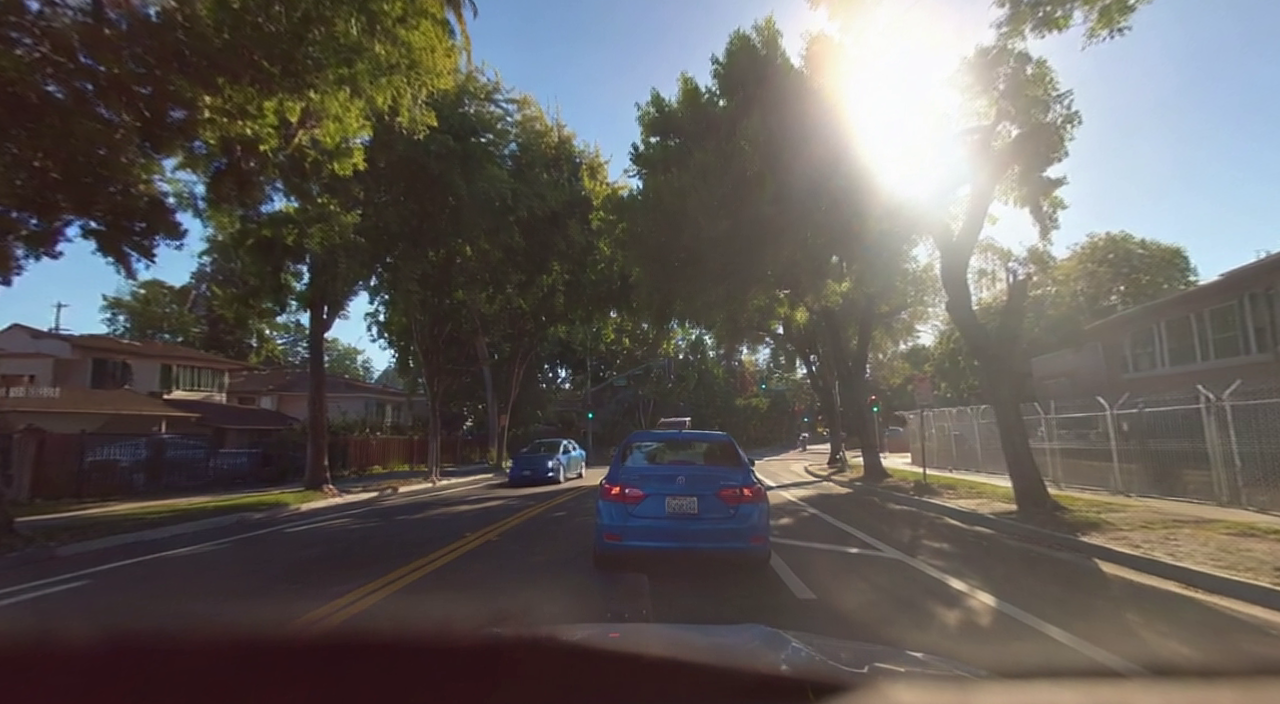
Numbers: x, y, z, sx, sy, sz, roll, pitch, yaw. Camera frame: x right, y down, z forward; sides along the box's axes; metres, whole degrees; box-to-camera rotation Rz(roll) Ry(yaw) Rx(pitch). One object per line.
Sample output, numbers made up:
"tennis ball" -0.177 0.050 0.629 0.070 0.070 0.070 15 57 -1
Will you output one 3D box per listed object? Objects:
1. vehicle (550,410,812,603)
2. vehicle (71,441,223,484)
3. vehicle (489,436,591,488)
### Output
"vehicle" 0.367 1.509 7.039 2.070 1.516 3.936 0 -8 1
"vehicle" -18.051 4.035 23.177 4.069 1.445 2.063 -2 -9 9
"vehicle" -3.047 3.482 20.342 2.060 1.479 4.462 -1 -8 7
